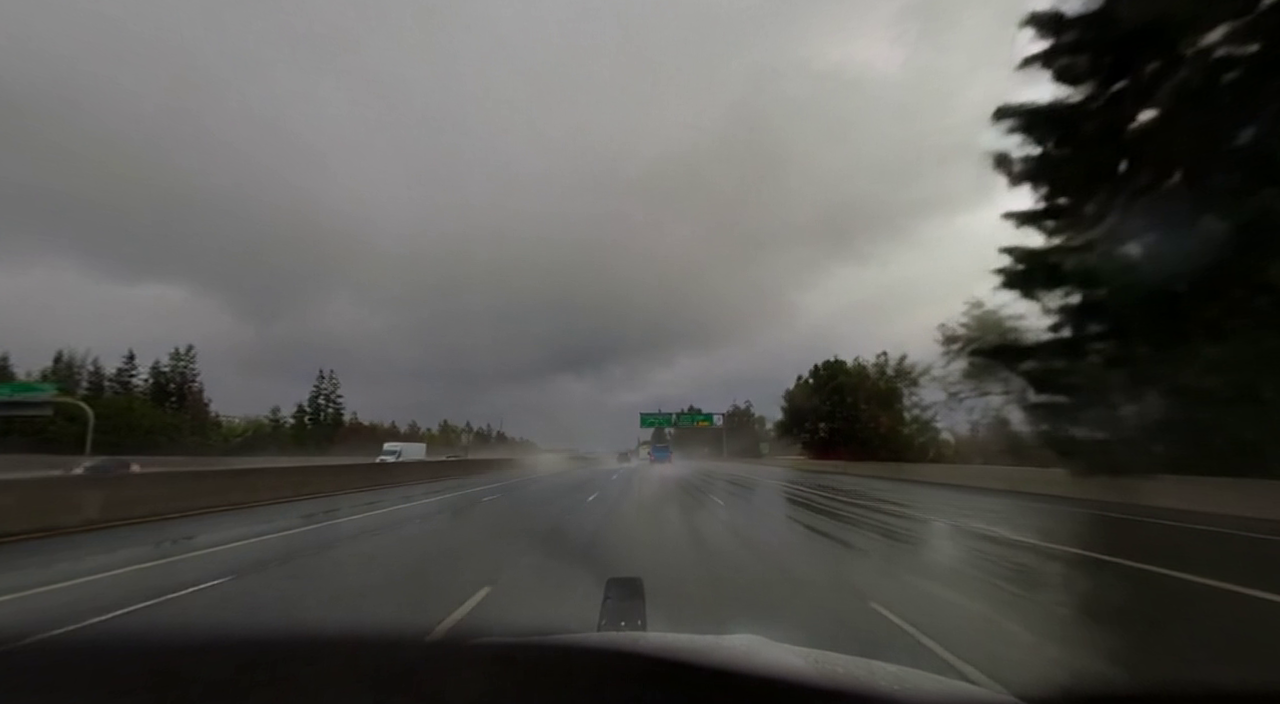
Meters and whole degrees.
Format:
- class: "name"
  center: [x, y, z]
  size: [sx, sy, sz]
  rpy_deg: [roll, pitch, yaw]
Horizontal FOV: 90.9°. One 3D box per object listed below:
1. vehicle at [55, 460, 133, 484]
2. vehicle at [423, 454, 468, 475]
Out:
- class: "vehicle"
  center: [-34.884, 7.673, 40.394]
  size: [1.713, 1.418, 3.632]
  rpy_deg: [0, -9, 0]
- class: "vehicle"
  center: [-15.016, 8.691, 48.911]
  size: [1.903, 1.486, 4.666]
  rpy_deg: [0, -9, 1]
